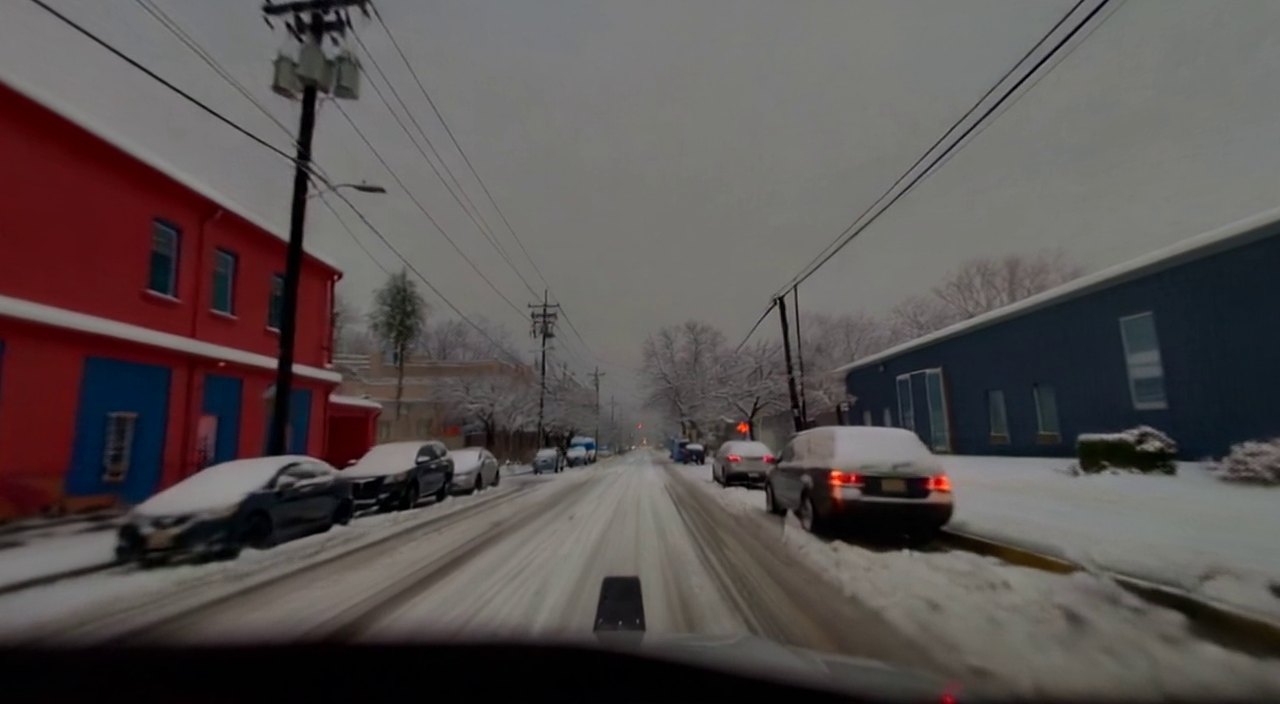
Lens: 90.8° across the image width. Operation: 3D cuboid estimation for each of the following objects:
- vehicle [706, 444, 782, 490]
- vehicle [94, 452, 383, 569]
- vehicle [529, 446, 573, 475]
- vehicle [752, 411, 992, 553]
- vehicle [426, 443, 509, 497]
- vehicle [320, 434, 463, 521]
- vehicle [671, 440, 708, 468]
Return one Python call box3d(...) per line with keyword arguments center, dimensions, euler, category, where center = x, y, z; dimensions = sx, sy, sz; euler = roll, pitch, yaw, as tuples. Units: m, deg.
box3d(center=(3.647, 4.136, 23.030), dimensions=(1.942, 1.476, 4.739), euler=(0, -9, -1), category="vehicle")
box3d(center=(-6.221, 2.445, 10.609), dimensions=(1.844, 1.486, 4.474), euler=(-1, -9, 1), category="vehicle")
box3d(center=(-5.674, 6.966, 40.768), dimensions=(1.910, 1.488, 3.999), euler=(-4, -7, 5), category="vehicle")
box3d(center=(3.423, 2.040, 10.564), dimensions=(2.182, 1.824, 4.622), euler=(0, -9, -1), category="vehicle")
box3d(center=(-6.103, 4.219, 22.829), dimensions=(1.906, 1.623, 4.057), euler=(-4, -9, -1), category="vehicle")
box3d(center=(-6.172, 3.134, 16.358), dimensions=(1.983, 1.809, 4.503), euler=(-2, -9, -1), category="vehicle")
box3d(center=(3.587, 7.490, 46.534), dimensions=(2.313, 1.937, 5.092), euler=(0, -9, 0), category="vehicle")
